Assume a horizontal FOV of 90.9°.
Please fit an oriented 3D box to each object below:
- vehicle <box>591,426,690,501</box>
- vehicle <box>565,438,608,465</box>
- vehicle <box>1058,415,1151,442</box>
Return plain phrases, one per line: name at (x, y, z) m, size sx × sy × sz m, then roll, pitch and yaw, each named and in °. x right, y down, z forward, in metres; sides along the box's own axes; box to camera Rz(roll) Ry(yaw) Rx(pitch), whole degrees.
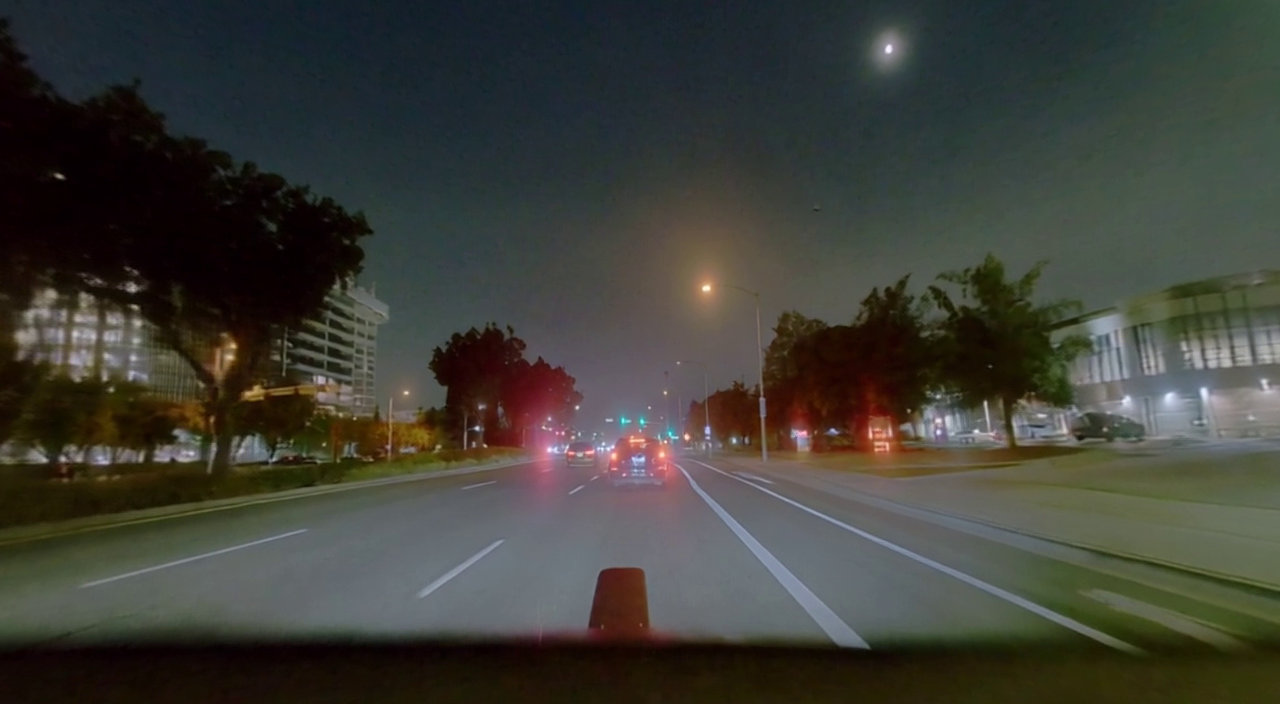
vehicle at (0.033, 2.784, 16.159) m, size 2.199 × 1.652 × 4.101 m, roll 0°, pitch -8°, yaw 1°
vehicle at (-3.077, 5.856, 37.261) m, size 1.942 × 1.462 × 4.905 m, roll -1°, pitch -8°, yaw 3°
vehicle at (31.899, 5.323, 43.508) m, size 4.903 × 1.767 × 2.105 m, roll -5°, pitch -10°, yaw 31°
